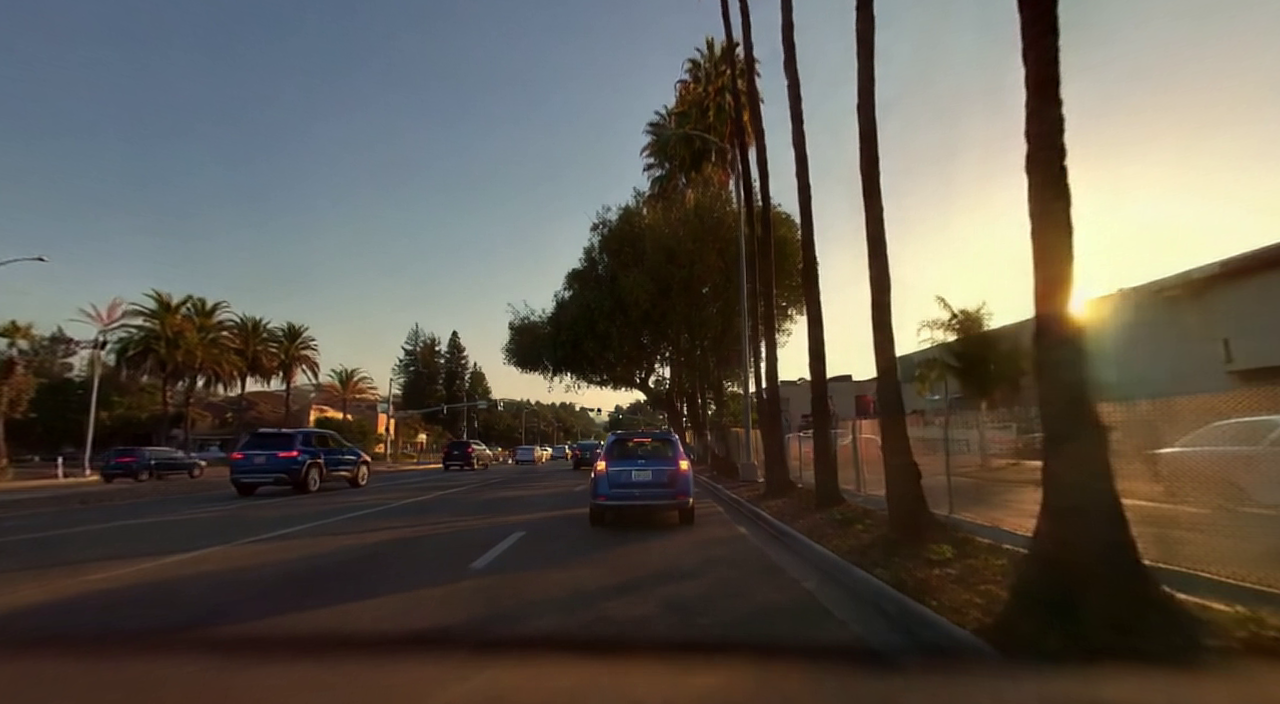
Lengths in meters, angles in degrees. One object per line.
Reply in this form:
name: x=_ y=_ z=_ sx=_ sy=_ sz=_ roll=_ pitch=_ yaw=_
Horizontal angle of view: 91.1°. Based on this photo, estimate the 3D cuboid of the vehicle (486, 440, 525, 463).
vehicle: x=-10.459 y=7.789 z=49.310 sx=1.998 sy=1.731 sz=4.952 roll=0 pitch=-8 yaw=0

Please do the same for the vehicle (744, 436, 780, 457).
vehicle: x=9.142 y=7.169 z=47.444 sx=1.929 sy=1.496 sz=4.245 roll=0 pitch=-9 yaw=0

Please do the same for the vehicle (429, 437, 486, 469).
vehicle: x=-10.576 y=5.875 z=36.705 sx=1.965 sy=1.743 sz=4.327 roll=0 pitch=-9 yaw=1

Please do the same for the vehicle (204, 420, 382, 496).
vehicle: x=-10.034 y=3.124 z=18.861 sx=2.269 sy=1.934 sz=5.350 roll=0 pitch=-9 yaw=0

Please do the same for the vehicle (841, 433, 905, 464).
vehicle: x=12.052 y=5.030 z=32.758 sx=1.681 sy=1.503 sz=3.781 roll=1 pitch=-9 yaw=-3

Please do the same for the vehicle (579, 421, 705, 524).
vehicle: x=0.065 y=2.336 z=12.647 sx=2.121 sy=1.710 sz=3.893 roll=0 pitch=-9 yaw=1

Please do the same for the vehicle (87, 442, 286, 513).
vehicle: x=-10.039 y=2.762 z=14.283 sx=1.924 sy=1.384 sz=3.426 roll=0 pitch=-8 yaw=0

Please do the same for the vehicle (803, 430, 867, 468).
vehicle: x=8.230 y=4.037 z=26.238 sx=1.837 sy=1.416 sz=3.947 roll=-4 pitch=-10 yaw=27
